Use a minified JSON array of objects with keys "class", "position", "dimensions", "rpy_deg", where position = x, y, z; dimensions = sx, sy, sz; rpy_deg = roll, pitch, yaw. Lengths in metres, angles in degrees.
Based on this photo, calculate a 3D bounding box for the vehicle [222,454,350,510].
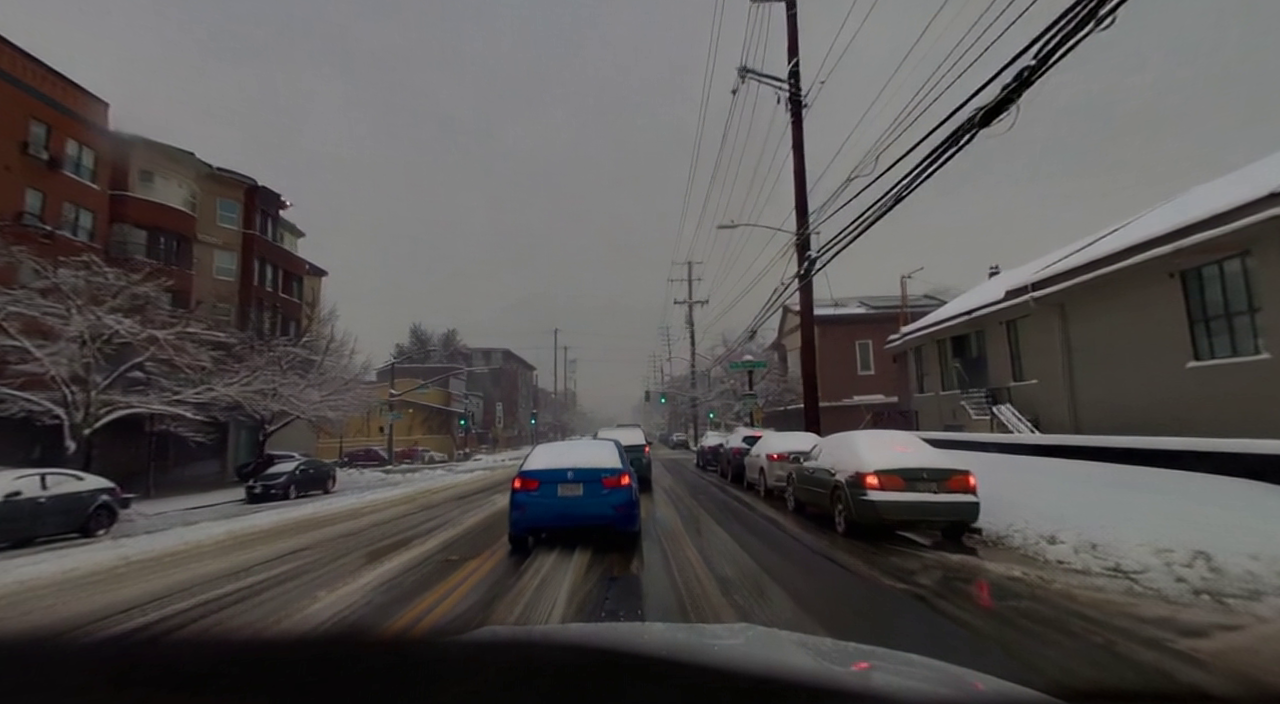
[{"class":"vehicle","position":[-11.907,4.361,21.640],"dimensions":[1.868,1.491,4.367],"rpy_deg":[-4,-9,1]}]

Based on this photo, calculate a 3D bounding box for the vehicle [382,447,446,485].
[{"class":"vehicle","position":[-11.897,5.984,33.556],"dimensions":[2.011,1.687,4.079],"rpy_deg":[-5,-8,-3]}]

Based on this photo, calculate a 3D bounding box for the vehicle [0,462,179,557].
[{"class":"vehicle","position":[-11.883,3.072,12.627],"dimensions":[1.850,1.487,4.711],"rpy_deg":[-3,-8,-1]}]

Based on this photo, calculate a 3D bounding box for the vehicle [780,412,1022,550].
[{"class":"vehicle","position":[3.788,1.952,10.227],"dimensions":[1.967,1.721,4.410],"rpy_deg":[0,-8,-1]}]

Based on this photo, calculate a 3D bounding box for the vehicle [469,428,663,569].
[{"class":"vehicle","position":[-0.783,1.871,8.948],"dimensions":[2.019,1.453,4.603],"rpy_deg":[0,-8,0]}]
